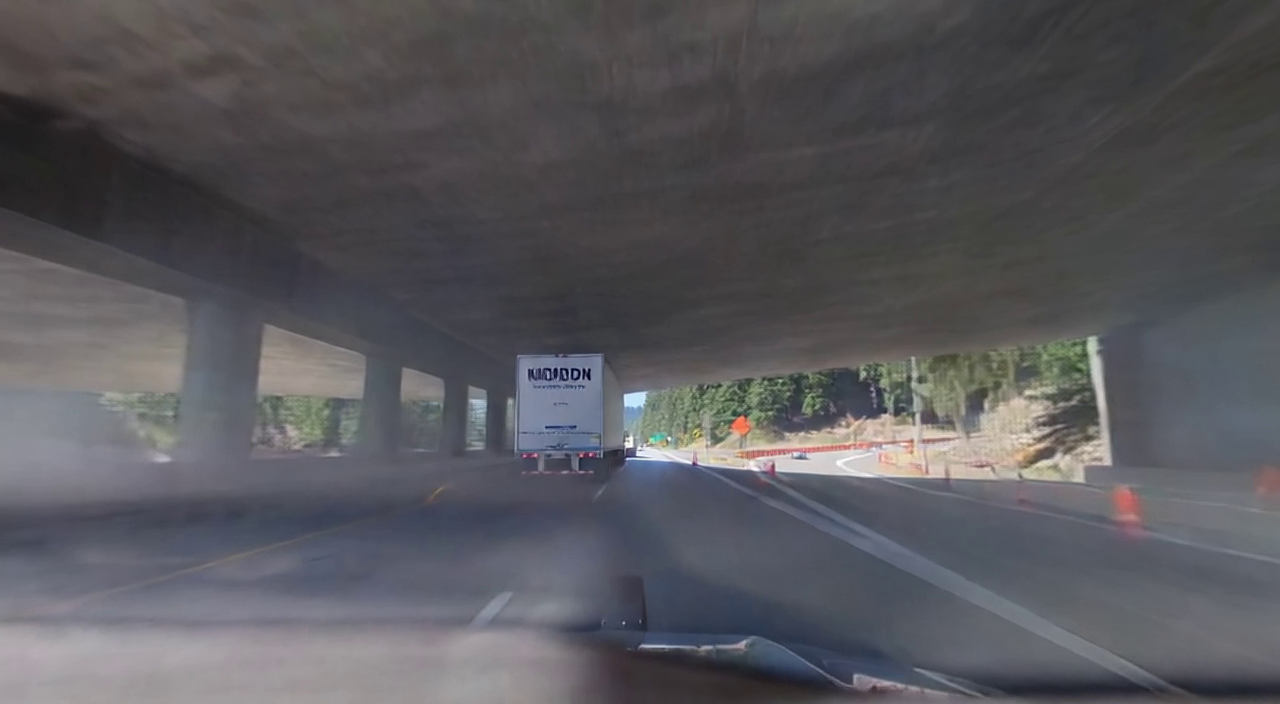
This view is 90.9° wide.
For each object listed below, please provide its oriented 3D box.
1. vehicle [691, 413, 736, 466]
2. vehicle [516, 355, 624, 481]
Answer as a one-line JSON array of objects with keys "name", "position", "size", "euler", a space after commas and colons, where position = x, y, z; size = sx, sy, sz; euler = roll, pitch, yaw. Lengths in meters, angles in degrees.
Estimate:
[{"name": "vehicle", "position": [5.135, 6.163, 44.601], "size": [2.928, 3.571, 3.032], "euler": [0, -8, 3]}, {"name": "vehicle", "position": [-2.486, 3.406, 28.634], "size": [2.873, 4.060, 16.327], "euler": [-1, -9, 1]}]
